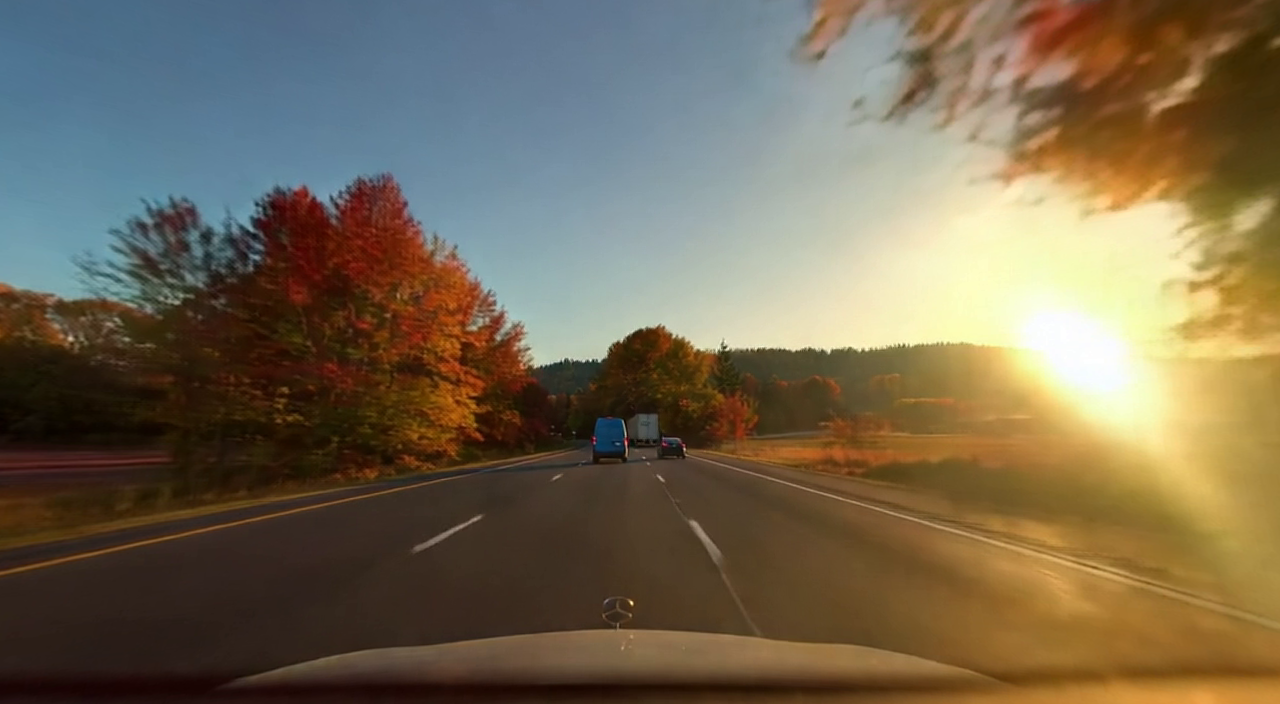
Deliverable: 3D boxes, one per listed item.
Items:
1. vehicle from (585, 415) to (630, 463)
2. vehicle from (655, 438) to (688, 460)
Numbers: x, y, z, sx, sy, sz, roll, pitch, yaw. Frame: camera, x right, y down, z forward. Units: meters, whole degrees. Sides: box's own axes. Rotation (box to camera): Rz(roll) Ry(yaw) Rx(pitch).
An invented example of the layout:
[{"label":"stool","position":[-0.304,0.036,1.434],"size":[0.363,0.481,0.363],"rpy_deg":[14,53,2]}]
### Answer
[{"label":"vehicle","position":[-1.854,5.234,37.840],"size":[2.389,2.637,5.437],"rpy_deg":[0,-8,0]},{"label":"vehicle","position":[2.225,6.983,45.615],"size":[1.962,1.508,4.363],"rpy_deg":[0,-8,-2]}]
